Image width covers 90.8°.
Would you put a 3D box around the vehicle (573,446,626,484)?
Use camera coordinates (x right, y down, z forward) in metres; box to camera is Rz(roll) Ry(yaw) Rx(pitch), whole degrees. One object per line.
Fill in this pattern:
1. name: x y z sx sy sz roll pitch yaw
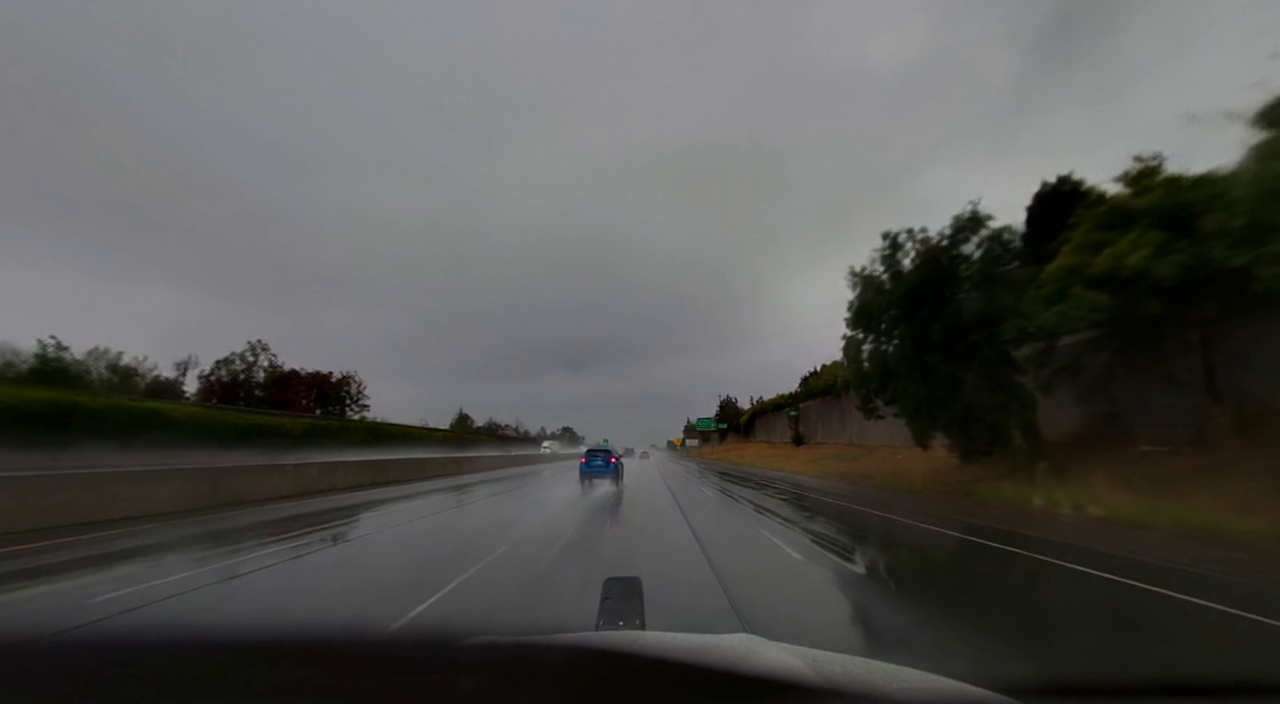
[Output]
1. vehicle: -1.679 4.829 27.283 1.908 1.515 3.871 0 -9 2
